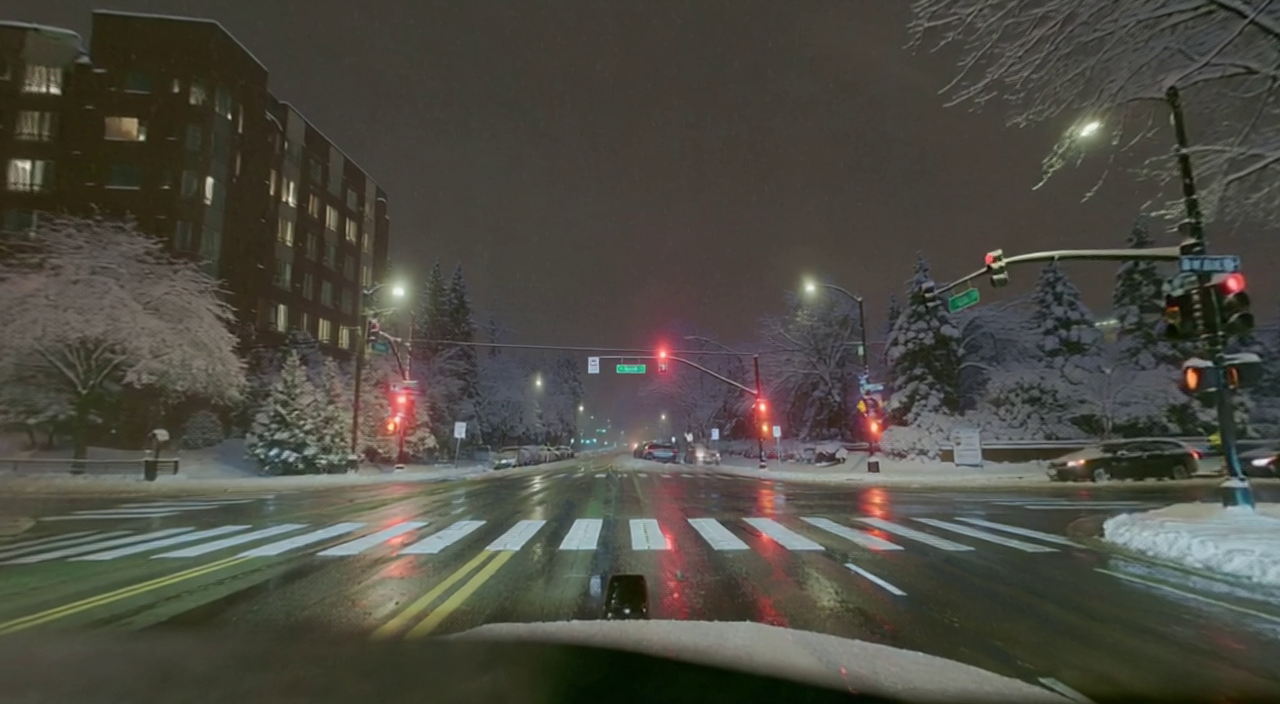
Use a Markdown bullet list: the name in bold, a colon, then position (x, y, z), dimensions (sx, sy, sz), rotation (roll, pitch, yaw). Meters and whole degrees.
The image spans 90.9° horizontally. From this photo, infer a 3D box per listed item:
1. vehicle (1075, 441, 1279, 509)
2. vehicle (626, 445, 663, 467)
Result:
- **vehicle**: position (12.993, 2.795, 14.570), dimensions (4.424, 1.436, 1.804), rotation (0, -8, 5)
- **vehicle**: position (0.291, 7.672, 46.767), dimensions (1.972, 1.522, 4.368), rotation (1, -9, -10)
